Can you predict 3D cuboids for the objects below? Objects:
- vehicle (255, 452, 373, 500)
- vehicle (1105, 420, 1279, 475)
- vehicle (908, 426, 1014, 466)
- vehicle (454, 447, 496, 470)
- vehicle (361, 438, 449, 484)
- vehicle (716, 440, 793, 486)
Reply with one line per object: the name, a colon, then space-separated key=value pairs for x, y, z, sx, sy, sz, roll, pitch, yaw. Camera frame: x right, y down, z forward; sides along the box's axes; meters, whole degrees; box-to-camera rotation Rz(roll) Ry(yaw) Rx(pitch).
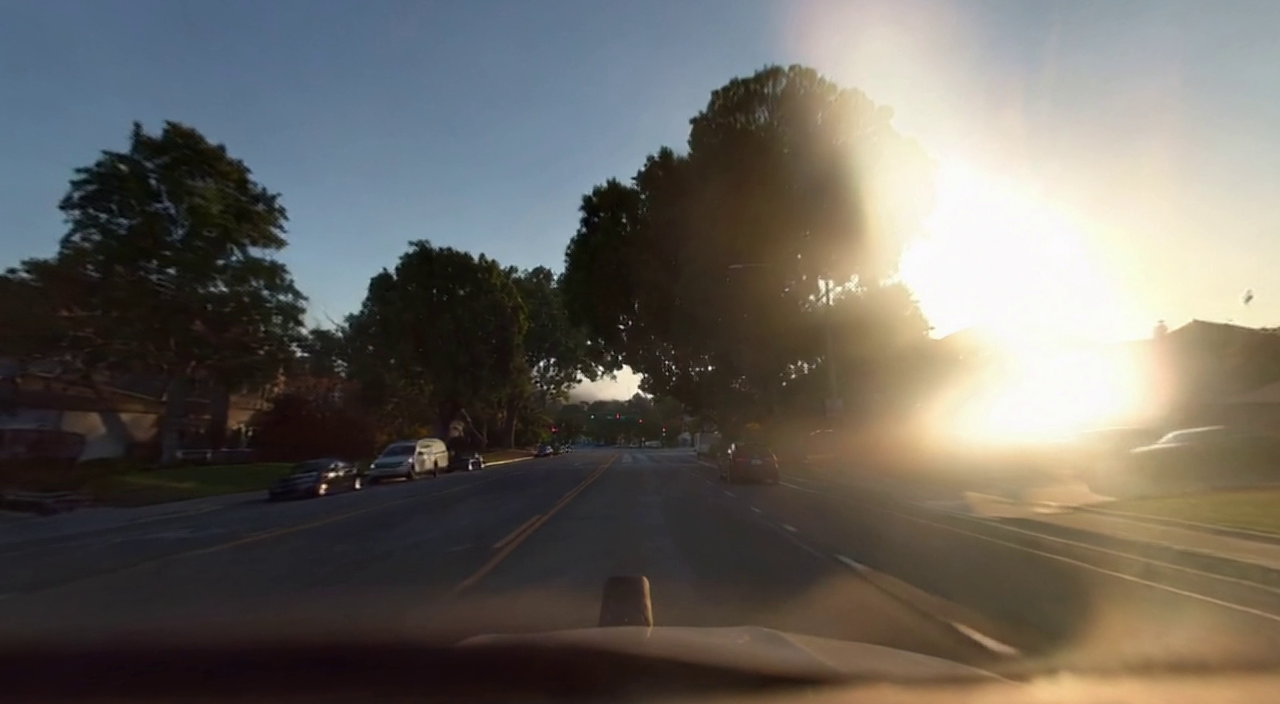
vehicle: x=-11.262 y=4.282 z=22.159 sx=1.829 sy=1.441 sz=4.355 roll=0 pitch=-8 yaw=-1
vehicle: x=16.941 y=2.875 z=19.055 sx=4.065 sy=1.557 sz=2.107 roll=0 pitch=-8 yaw=0
vehicle: x=14.907 y=4.406 z=29.656 sx=2.129 sy=1.699 sz=4.906 roll=0 pitch=-8 yaw=-3
vehicle: x=-11.502 y=7.423 z=44.147 sx=1.911 sy=1.524 sz=4.256 roll=0 pitch=-8 yaw=-1
vehicle: x=-11.397 y=5.305 z=31.113 sx=2.180 sy=1.953 sz=5.787 roll=-2 pitch=-8 yaw=0
vehicle: x=4.060 y=4.018 z=23.184 sx=1.956 sy=1.492 sz=4.425 roll=0 pitch=-8 yaw=-1
